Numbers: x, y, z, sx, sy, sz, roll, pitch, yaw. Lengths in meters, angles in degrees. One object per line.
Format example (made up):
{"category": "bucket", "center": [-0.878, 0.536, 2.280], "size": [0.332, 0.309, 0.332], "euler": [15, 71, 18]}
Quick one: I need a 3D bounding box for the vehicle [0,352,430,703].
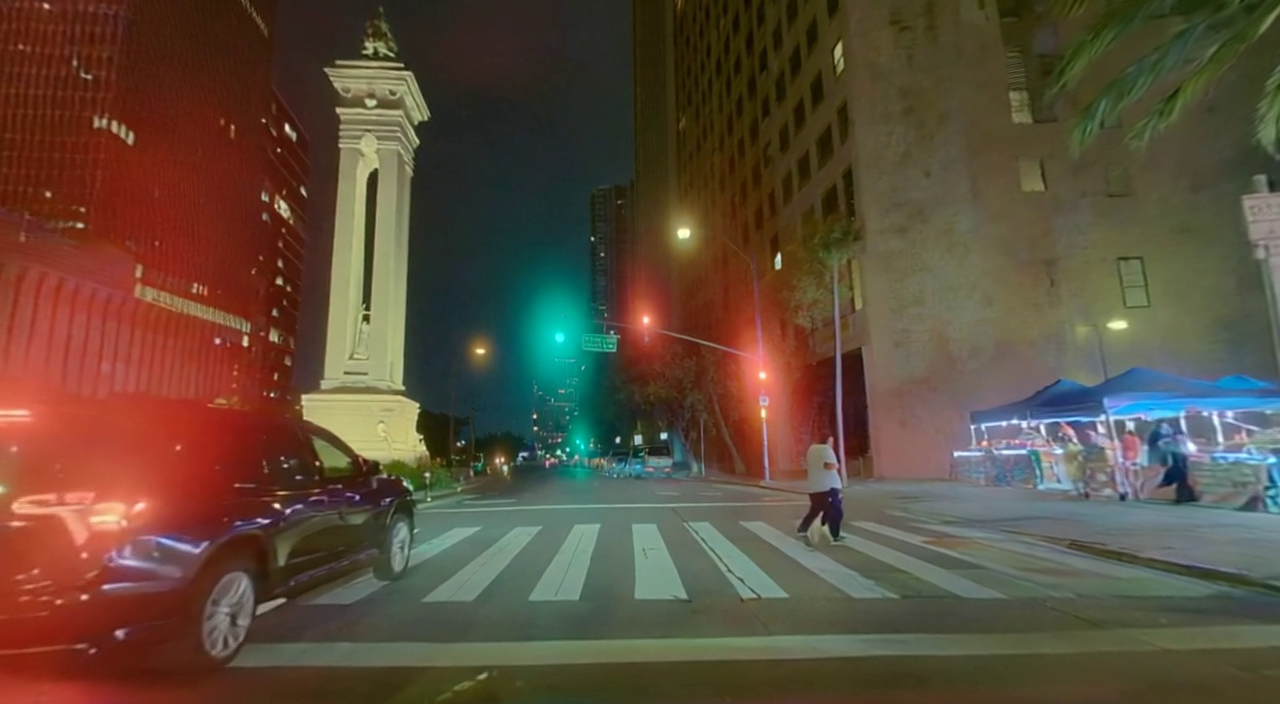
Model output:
{"category": "vehicle", "center": [-3.298, 1.175, 4.565], "size": [1.948, 1.674, 4.668], "euler": [0, -9, 0]}

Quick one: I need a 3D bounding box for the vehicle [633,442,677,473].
{"category": "vehicle", "center": [1.001, 7.644, 45.945], "size": [2.322, 2.071, 5.366], "euler": [1, -9, -9]}
